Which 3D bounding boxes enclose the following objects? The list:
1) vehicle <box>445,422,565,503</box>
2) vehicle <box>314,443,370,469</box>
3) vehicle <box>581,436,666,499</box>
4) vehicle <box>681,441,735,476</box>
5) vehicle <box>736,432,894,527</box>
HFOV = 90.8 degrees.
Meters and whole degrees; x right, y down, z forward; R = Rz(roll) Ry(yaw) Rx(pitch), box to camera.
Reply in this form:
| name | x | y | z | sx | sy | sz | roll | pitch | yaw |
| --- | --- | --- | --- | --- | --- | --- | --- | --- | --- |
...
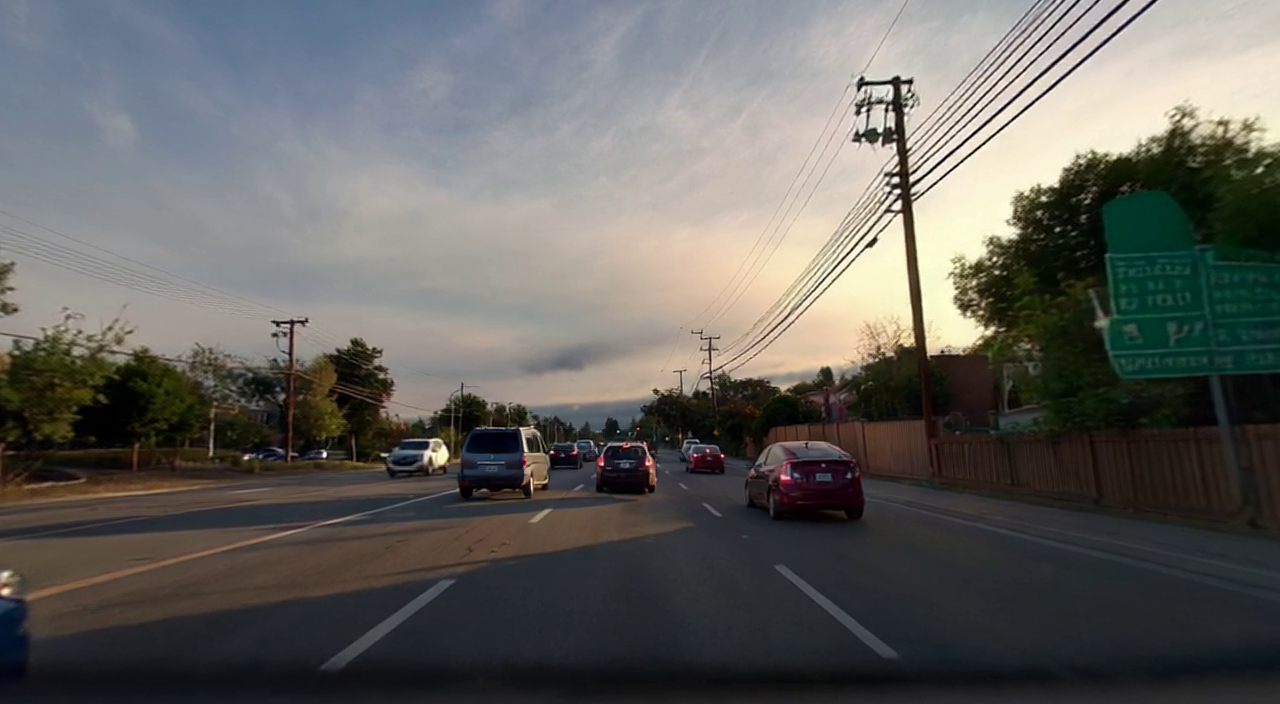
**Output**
| name | x | y | z | sx | sy | sz | roll | pitch | yaw |
| --- | --- | --- | --- | --- | --- | --- | --- | --- | --- |
| vehicle | -3.370 | 2.894 | 16.898 | 2.092 | 1.839 | 4.736 | 0 | -9 | 1 |
| vehicle | -23.147 | 8.094 | 49.265 | 2.094 | 1.899 | 4.789 | 0 | -9 | -1 |
| vehicle | -0.411 | 3.139 | 17.526 | 2.097 | 1.511 | 3.809 | 0 | -9 | 0 |
| vehicle | 3.054 | 4.918 | 29.311 | 1.878 | 1.479 | 4.461 | 0 | -9 | -2 |
| vehicle | 3.117 | 2.348 | 12.128 | 1.880 | 1.521 | 3.724 | 0 | -9 | -2 |
